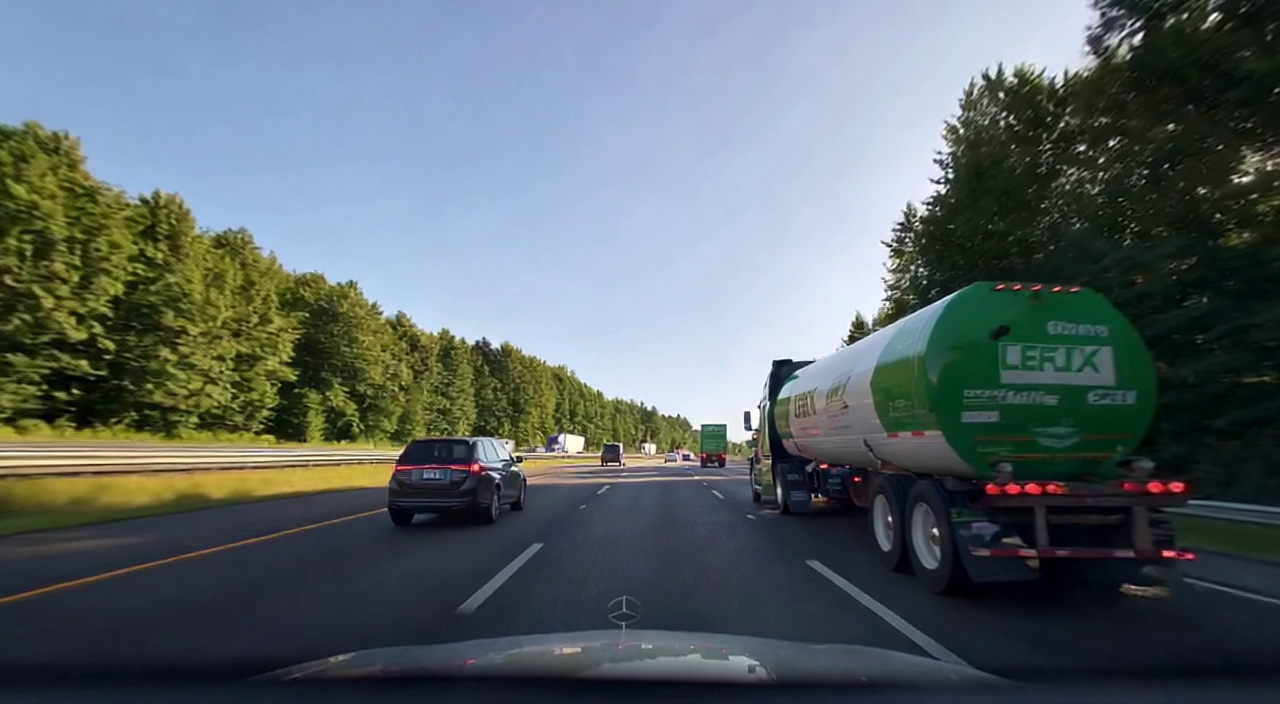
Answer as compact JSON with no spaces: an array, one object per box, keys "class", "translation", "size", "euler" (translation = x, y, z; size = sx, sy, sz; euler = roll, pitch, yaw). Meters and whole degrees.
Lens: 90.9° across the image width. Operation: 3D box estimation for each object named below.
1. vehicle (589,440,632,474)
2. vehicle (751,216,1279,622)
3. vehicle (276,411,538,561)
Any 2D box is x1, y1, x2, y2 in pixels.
[{"class":"vehicle","translation":[-1.796,6.732,40.585],"size":[2.201,2.038,5.065],"euler":[-1,-9,4]},{"class":"vehicle","translation":[4.387,1.389,11.182],"size":[2.732,3.585,11.338],"euler":[0,-9,0]},{"class":"vehicle","translation":[-3.074,1.903,9.585],"size":[2.205,1.728,4.397],"euler":[0,-9,1]}]
